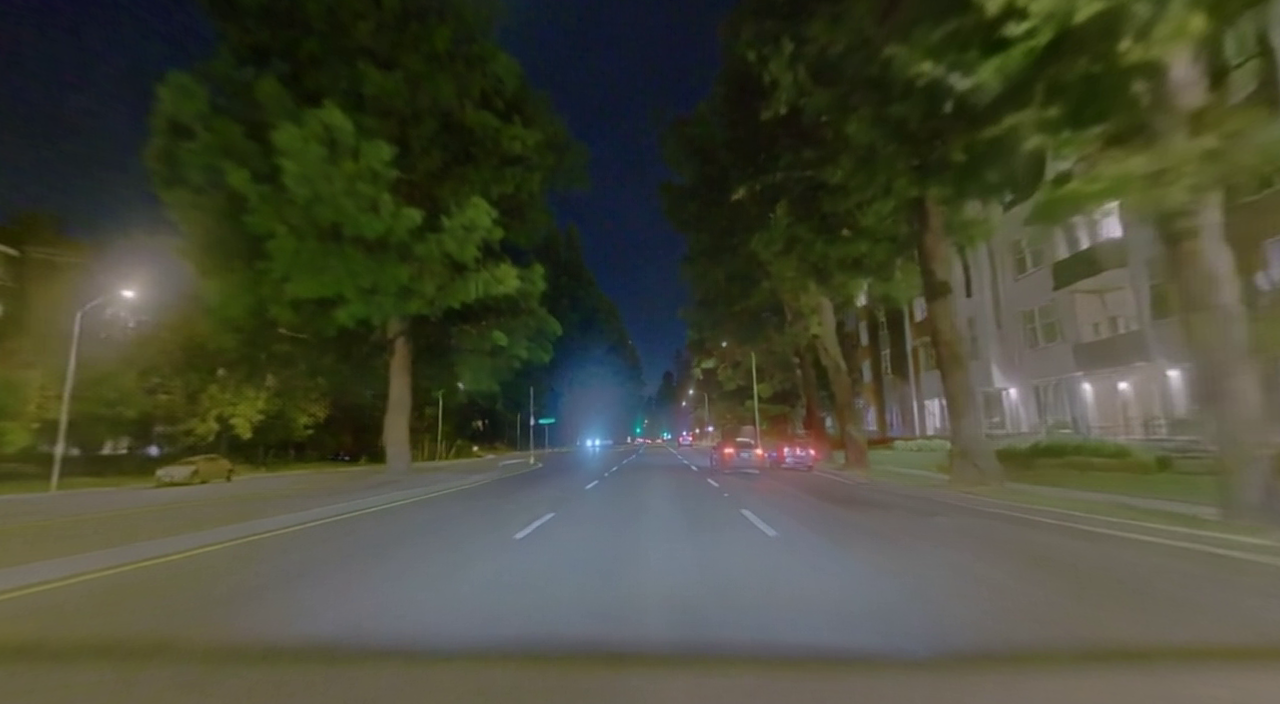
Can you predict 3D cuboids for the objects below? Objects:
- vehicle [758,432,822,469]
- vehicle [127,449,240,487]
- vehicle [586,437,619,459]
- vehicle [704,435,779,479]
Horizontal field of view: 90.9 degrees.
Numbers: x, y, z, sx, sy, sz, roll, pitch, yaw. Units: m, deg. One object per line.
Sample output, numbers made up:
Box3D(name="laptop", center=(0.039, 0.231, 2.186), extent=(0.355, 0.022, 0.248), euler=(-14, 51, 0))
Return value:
Box3D(name="vehicle", center=(7.496, 4.989, 31.995), extent=(2.121, 1.727, 4.789), euler=(0, -8, 0))
Box3D(name="vehicle", center=(-22.329, 5.642, 31.135), extent=(1.883, 1.671, 4.779), euler=(0, -8, 2))
Box3D(name="vehicle", center=(-2.659, 6.913, 45.558), extent=(2.049, 1.485, 4.656), euler=(0, -8, 1))
Box3D(name="vehicle", center=(3.753, 3.969, 24.186), extent=(2.128, 1.502, 4.572), euler=(0, -8, 0))
